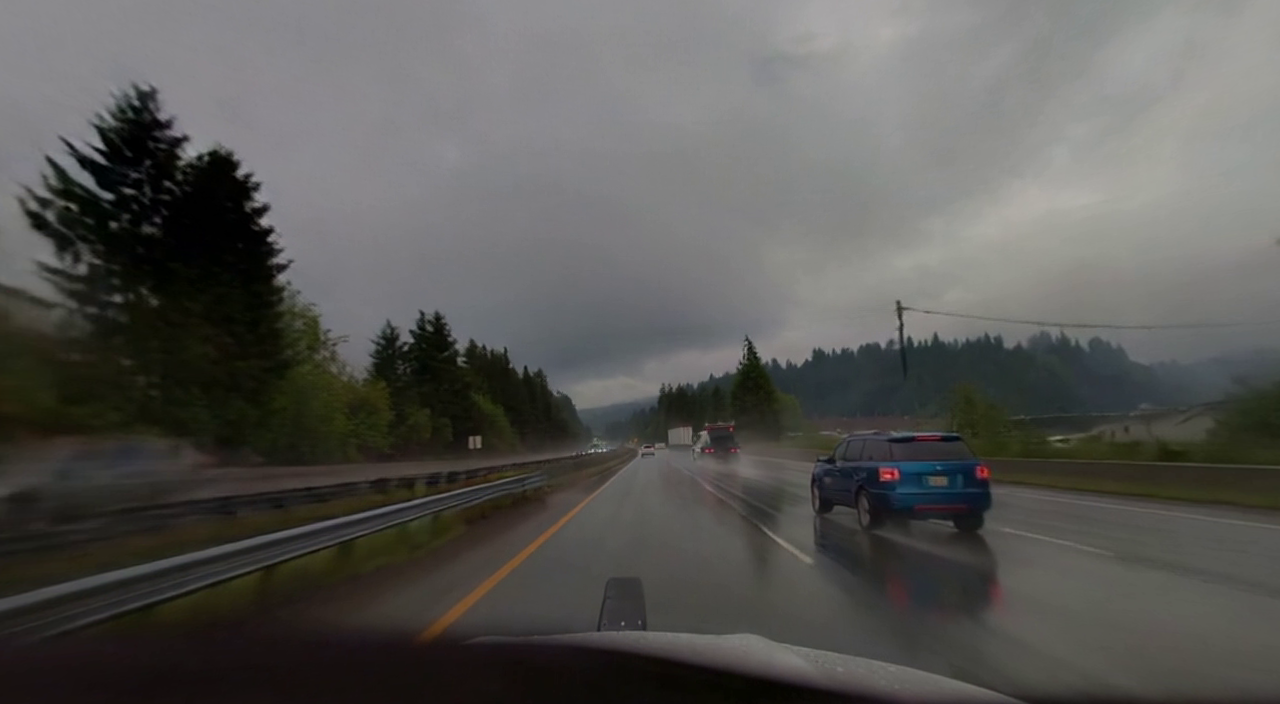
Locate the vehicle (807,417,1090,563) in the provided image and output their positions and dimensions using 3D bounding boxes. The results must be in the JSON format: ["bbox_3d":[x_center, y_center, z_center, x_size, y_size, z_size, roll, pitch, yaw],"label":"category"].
[{"bbox_3d":[3.996,1.857,9.119,2.005,1.604,4.002,0,-9,-1],"label":"vehicle"}]

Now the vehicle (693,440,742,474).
[{"bbox_3d":[4.084,5.622,33.832,2.022,1.658,4.132,0,-9,-1],"label":"vehicle"}]
